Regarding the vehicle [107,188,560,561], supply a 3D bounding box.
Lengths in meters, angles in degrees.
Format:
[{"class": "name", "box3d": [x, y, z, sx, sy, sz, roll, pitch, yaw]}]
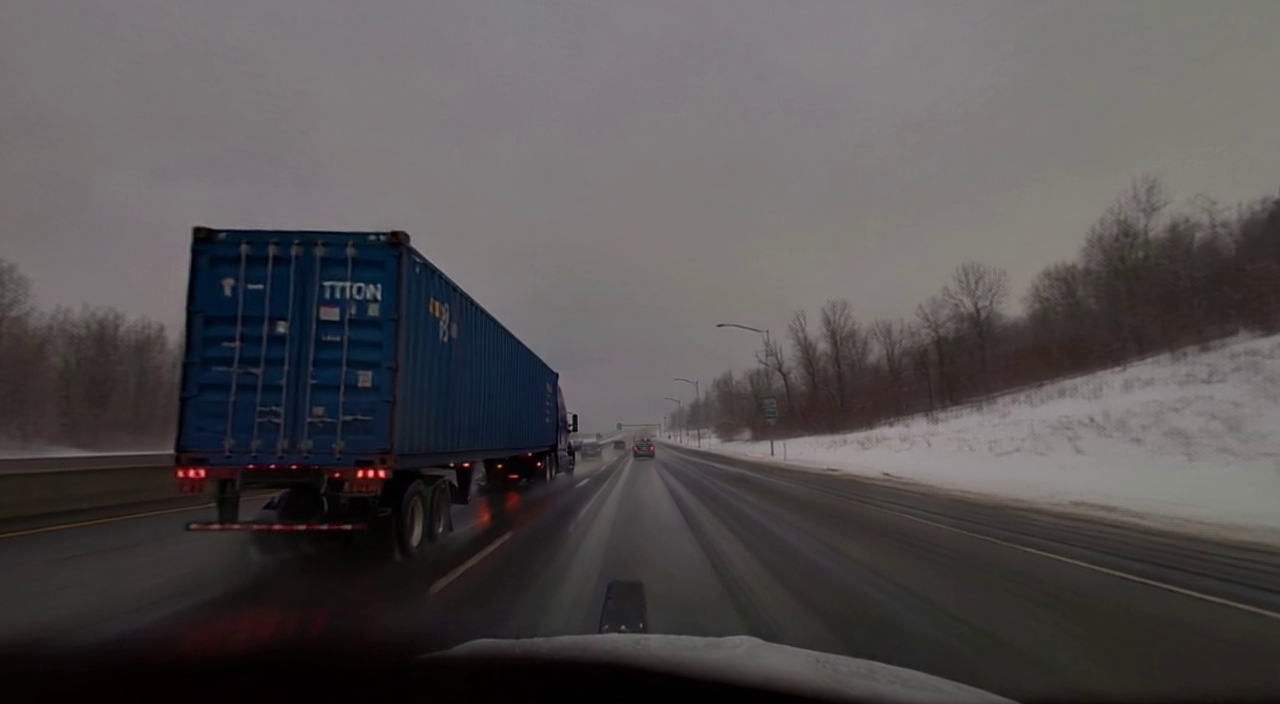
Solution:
[{"class": "vehicle", "box3d": [-4.044, 1.135, 13.430, 2.840, 4.032, 13.388, 0, -8, 1]}]

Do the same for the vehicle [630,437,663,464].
[{"class": "vehicle", "box3d": [0.422, 6.644, 42.843, 2.136, 1.718, 4.157, 0, -8, 0]}]
